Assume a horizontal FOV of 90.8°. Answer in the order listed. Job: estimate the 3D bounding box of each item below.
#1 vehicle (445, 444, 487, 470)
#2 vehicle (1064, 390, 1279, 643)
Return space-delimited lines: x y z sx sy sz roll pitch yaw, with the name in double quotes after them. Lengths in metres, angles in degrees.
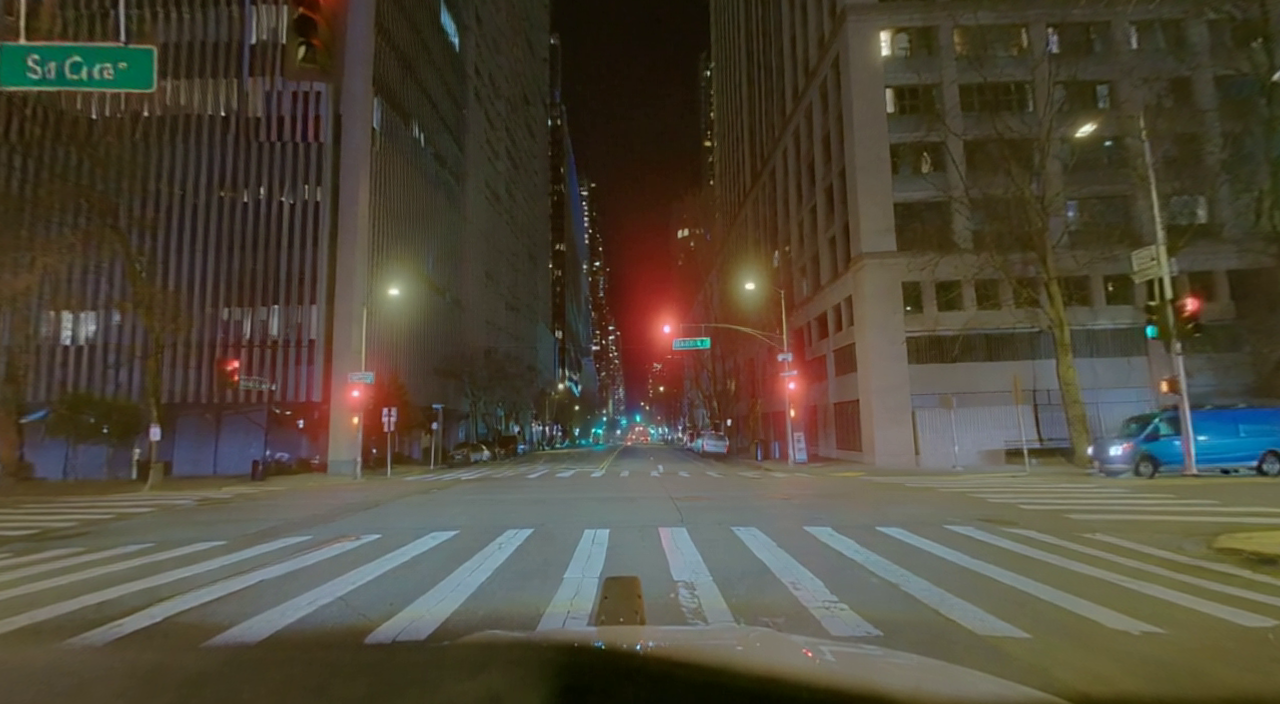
-12.449 7.505 45.381 1.935 1.639 4.244 -3 -8 -2 "vehicle"
5.658 1.137 4.270 2.070 1.804 4.881 0 -8 -1 "vehicle"
